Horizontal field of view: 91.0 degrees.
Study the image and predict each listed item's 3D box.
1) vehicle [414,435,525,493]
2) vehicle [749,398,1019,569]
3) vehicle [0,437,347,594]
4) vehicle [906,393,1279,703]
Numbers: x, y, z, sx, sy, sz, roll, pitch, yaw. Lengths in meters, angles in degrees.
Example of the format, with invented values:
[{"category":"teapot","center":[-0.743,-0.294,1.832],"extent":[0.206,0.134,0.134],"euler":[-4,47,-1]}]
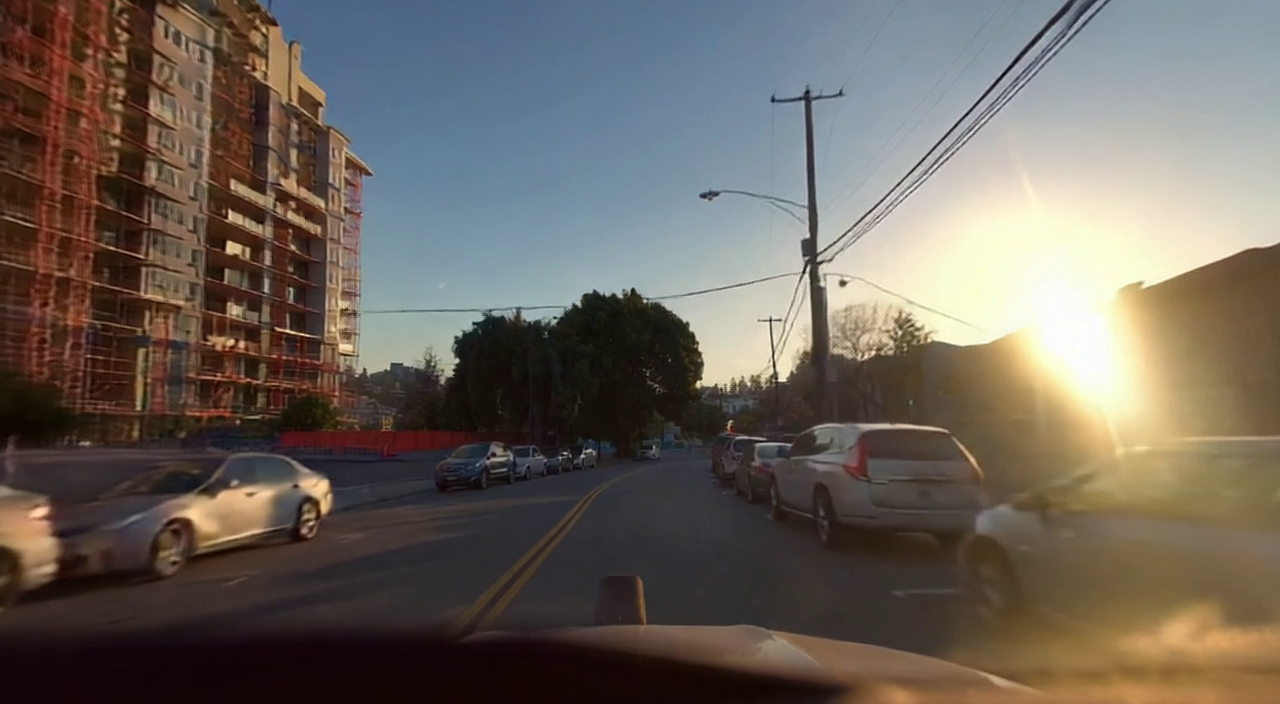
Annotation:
[{"category":"vehicle","center":[-6.139,4.128,23.604],"extent":[2.194,1.861,5.725],"euler":[-1,-9,4]},{"category":"vehicle","center":[3.108,1.811,9.393],"extent":[2.000,1.871,4.797],"euler":[0,-9,-1]},{"category":"vehicle","center":[-6.174,2.041,8.887],"extent":[2.039,1.591,4.671],"euler":[0,-9,-3]},{"category":"vehicle","center":[3.678,1.150,3.742],"extent":[2.017,1.600,4.965],"euler":[0,-9,0]}]
